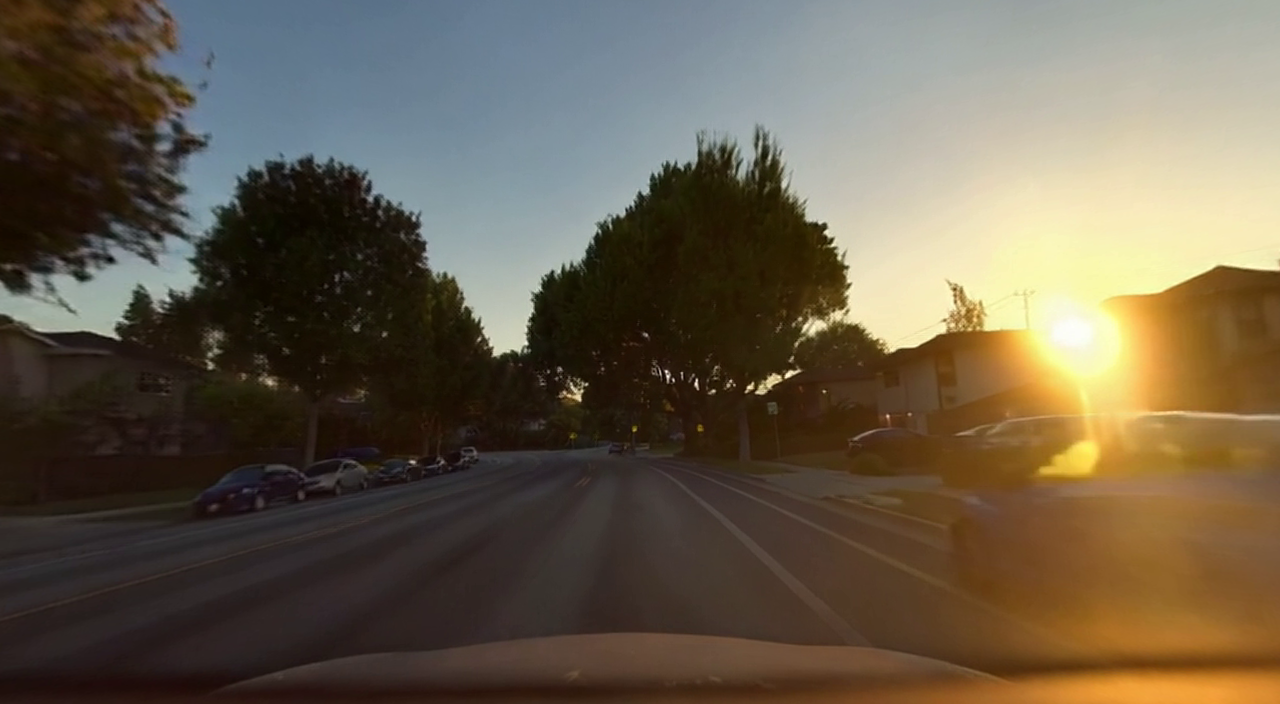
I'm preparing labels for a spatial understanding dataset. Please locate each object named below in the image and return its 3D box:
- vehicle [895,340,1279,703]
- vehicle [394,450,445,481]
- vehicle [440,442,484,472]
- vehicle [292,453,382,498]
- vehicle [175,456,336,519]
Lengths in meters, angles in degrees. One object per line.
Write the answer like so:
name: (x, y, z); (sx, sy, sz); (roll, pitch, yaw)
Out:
vehicle: (3.725, 1.010, 3.635); (2.176, 1.793, 5.534); (0, -8, 0)
vehicle: (-11.937, 6.137, 34.448); (1.750, 1.471, 3.960); (2, -8, -6)
vehicle: (-12.965, 7.643, 46.336); (2.190, 1.789, 5.477); (-3, -7, -7)
vehicle: (-11.244, 4.578, 23.670); (1.586, 1.433, 3.485); (1, -8, 0)
vehicle: (-11.018, 3.874, 18.611); (1.922, 1.496, 4.598); (0, -8, -1)
